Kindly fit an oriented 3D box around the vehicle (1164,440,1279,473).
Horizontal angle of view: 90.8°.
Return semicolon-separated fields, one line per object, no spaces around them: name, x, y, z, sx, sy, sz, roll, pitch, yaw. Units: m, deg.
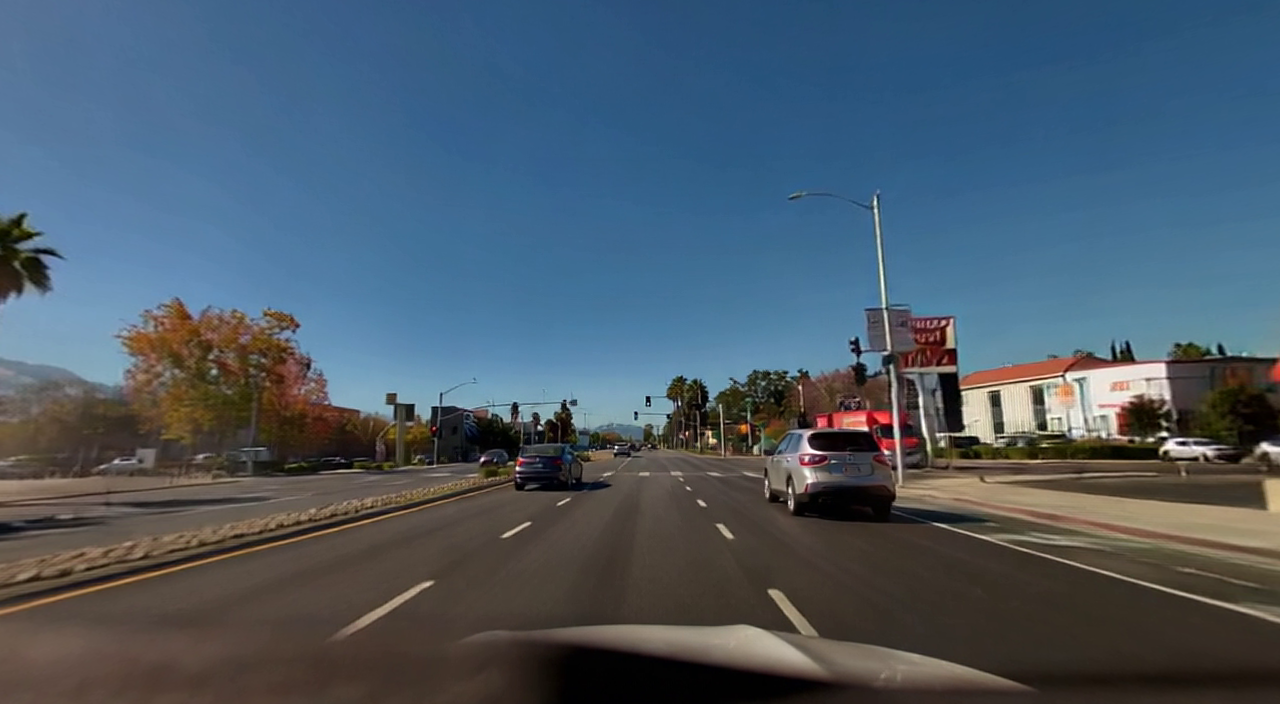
vehicle;31.827;5.626;34.274;1.947;1.539;5.296;-2;-8;-4

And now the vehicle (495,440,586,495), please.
vehicle;-2.919;3.503;19.471;2.034;1.498;3.995;-1;-9;2

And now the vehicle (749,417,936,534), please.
vehicle;3.373;2.152;11.542;1.982;1.711;4.276;0;-9;0
